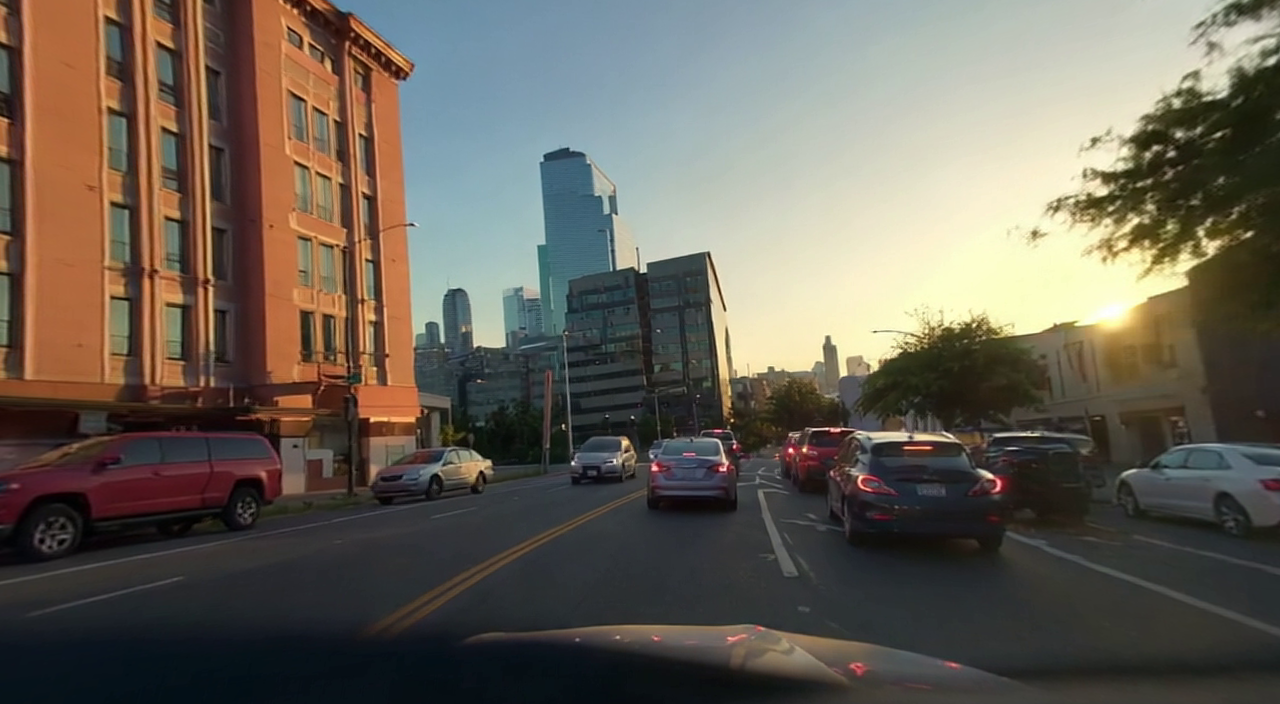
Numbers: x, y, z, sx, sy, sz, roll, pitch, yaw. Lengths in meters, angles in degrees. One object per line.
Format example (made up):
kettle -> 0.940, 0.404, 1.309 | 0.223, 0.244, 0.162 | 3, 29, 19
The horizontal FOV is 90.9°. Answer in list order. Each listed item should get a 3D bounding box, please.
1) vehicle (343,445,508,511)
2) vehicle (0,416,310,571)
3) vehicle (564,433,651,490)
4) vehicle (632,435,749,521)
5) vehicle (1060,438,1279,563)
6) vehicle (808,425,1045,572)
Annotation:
vehicle -> -5.483, 3.242, 16.843 | 1.928, 1.503, 4.322 | -3, -9, 17
vehicle -> -7.671, 2.096, 9.895 | 1.934, 1.770, 4.546 | -9, -9, 10
vehicle -> -0.996, 3.731, 21.807 | 2.030, 1.730, 4.453 | -2, -9, 10
vehicle -> 1.168, 2.469, 12.905 | 2.031, 1.461, 3.763 | -1, -8, 9
vehicle -> 8.828, 2.123, 9.880 | 1.901, 1.500, 4.729 | -1, -8, 10
vehicle -> 3.585, 1.855, 8.826 | 1.982, 1.510, 4.144 | -2, -8, 10
